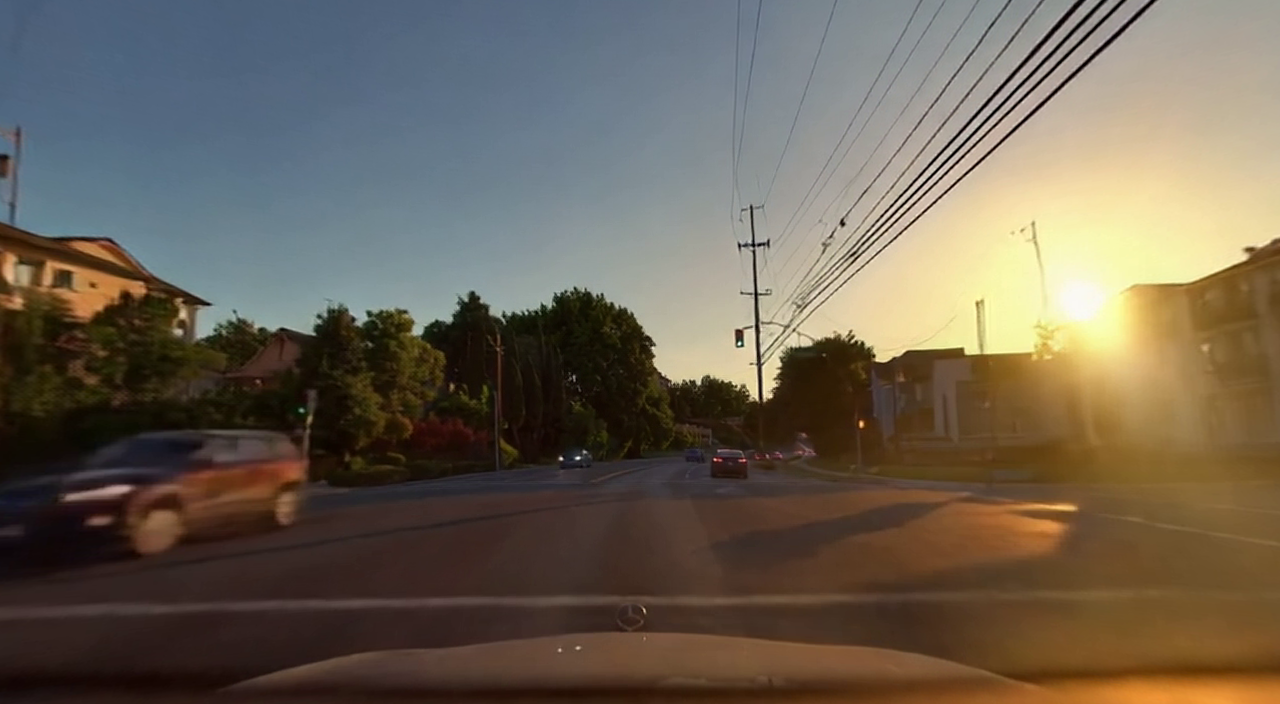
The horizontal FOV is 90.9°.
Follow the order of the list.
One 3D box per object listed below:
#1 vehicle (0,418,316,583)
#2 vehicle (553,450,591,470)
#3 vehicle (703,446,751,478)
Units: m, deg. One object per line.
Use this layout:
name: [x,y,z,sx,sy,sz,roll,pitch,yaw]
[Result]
vehicle: [-6.823,1.910,8.987,1.959,1.741,4.393,0,-8,1]
vehicle: [-5.176,8.242,48.315,1.985,1.463,4.294,-1,-8,7]
vehicle: [4.382,5.588,32.272,1.951,1.479,4.487,0,-8,2]
